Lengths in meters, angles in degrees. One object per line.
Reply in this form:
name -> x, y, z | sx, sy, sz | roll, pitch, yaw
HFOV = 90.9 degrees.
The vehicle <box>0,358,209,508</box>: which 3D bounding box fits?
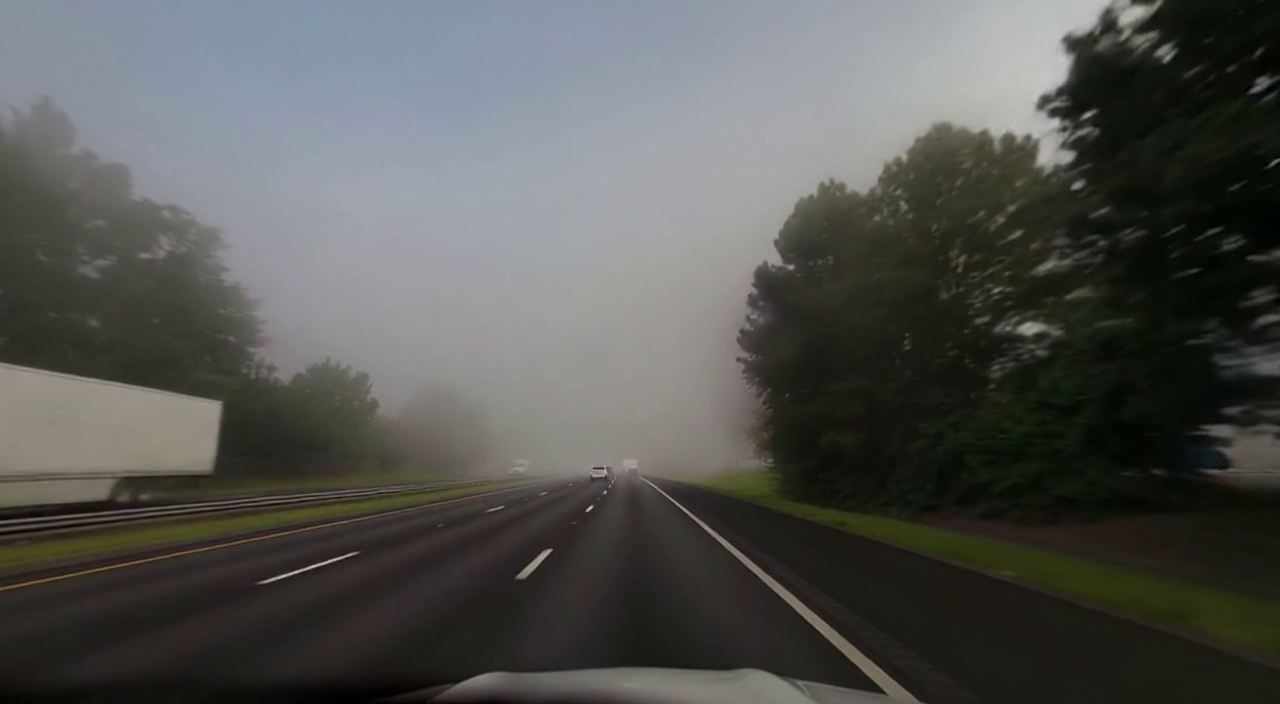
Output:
vehicle -> -18.110, 2.301, 17.548 | 2.803, 3.838, 13.453 | 1, -10, -1
